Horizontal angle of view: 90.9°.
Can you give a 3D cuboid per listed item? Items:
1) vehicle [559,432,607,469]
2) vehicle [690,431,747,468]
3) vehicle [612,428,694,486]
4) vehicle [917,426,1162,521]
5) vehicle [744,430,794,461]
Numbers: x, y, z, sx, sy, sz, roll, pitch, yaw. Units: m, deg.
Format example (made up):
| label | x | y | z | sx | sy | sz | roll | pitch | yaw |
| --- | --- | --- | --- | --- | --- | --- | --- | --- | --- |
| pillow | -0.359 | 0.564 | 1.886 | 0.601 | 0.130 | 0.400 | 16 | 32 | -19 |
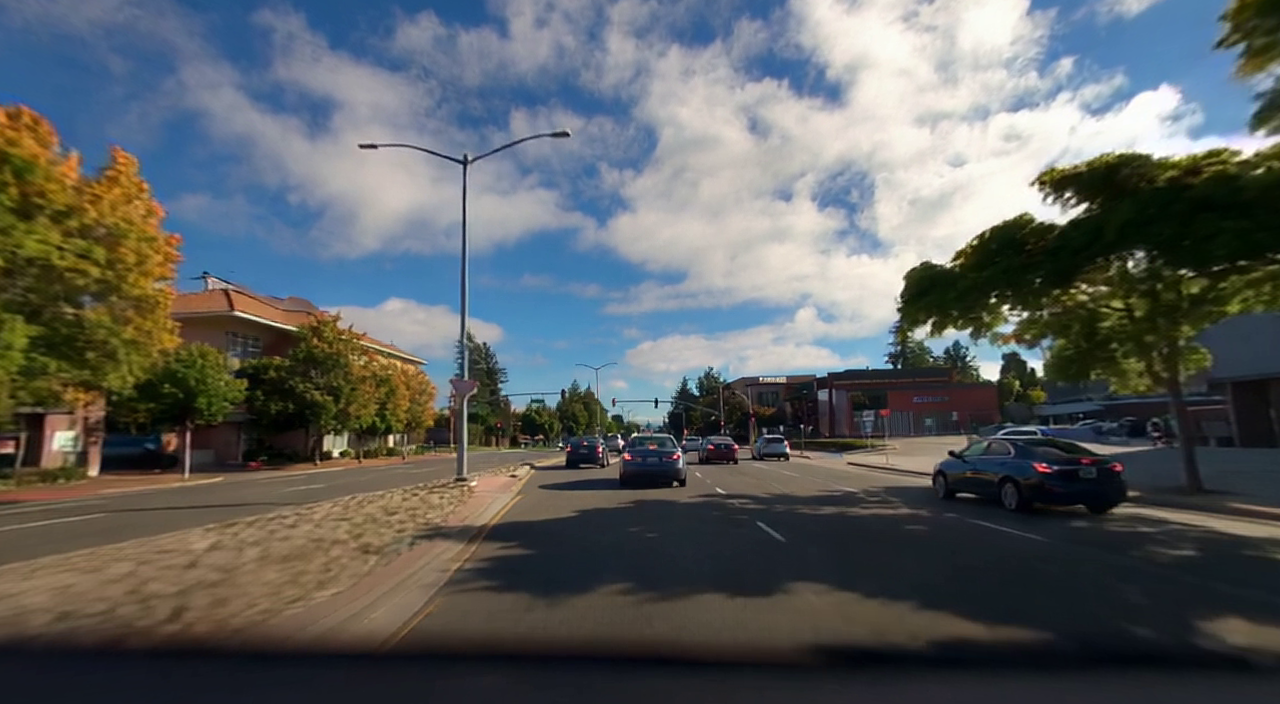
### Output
| label | x | y | z | sx | sy | sz | roll | pitch | yaw |
| --- | --- | --- | --- | --- | --- | --- | --- | --- | --- |
| vehicle | -2.457 | 4.318 | 27.890 | 1.938 | 1.472 | 4.399 | 0 | -8 | -3 |
| vehicle | 3.521 | 4.449 | 28.941 | 1.988 | 1.528 | 4.144 | 0 | -8 | -1 |
| vehicle | 0.370 | 2.987 | 18.175 | 2.096 | 1.473 | 3.893 | 0 | -8 | 1 |
| vehicle | 7.355 | 2.256 | 12.303 | 1.892 | 1.515 | 4.400 | 0 | -8 | 0 |
| vehicle | 7.588 | 5.554 | 37.517 | 2.044 | 1.701 | 4.397 | 0 | -8 | 0 |
